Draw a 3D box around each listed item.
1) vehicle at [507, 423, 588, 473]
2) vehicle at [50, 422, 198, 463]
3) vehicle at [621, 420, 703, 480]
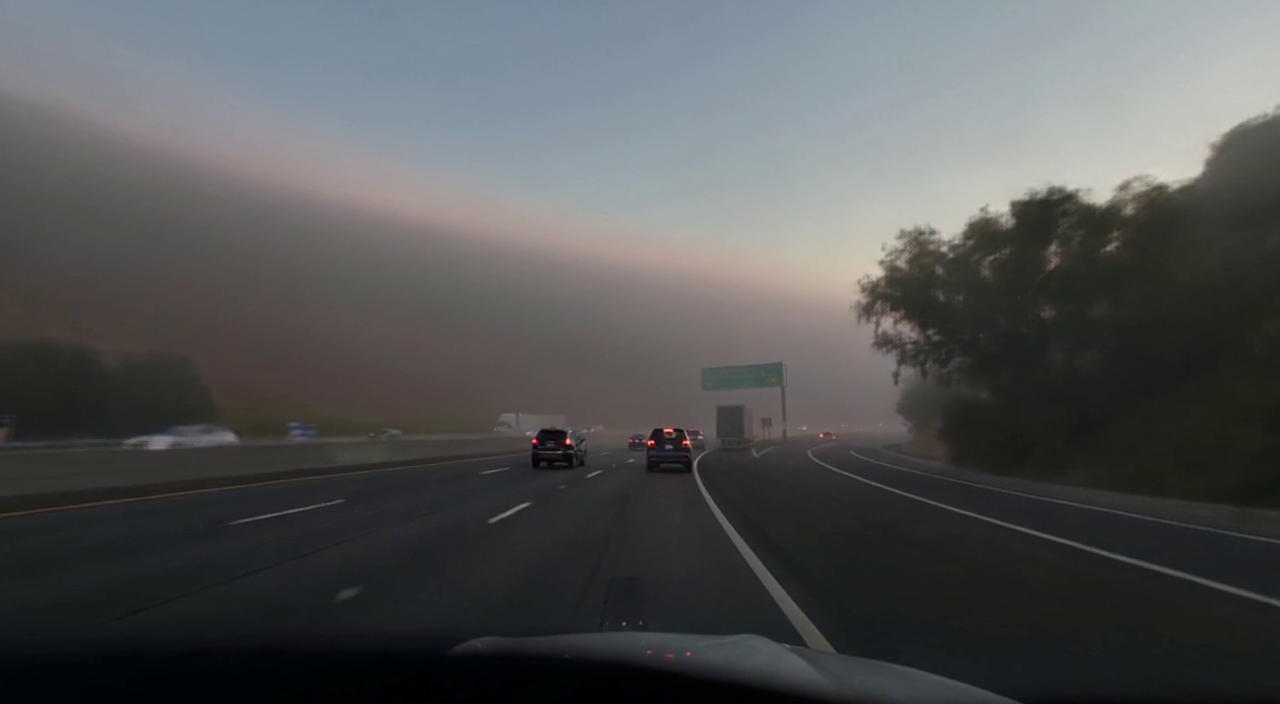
[{"bbox_3d":[-3.384,3.627,24.019,2.077,1.712,4.406,-1,-8,5],"label":"vehicle"},{"bbox_3d":[-20.940,3.720,25.923,1.936,1.499,4.651,-1,-8,5],"label":"vehicle"},{"bbox_3d":[0.832,3.315,21.568,2.484,1.820,4.497,-1,-8,4],"label":"vehicle"}]
